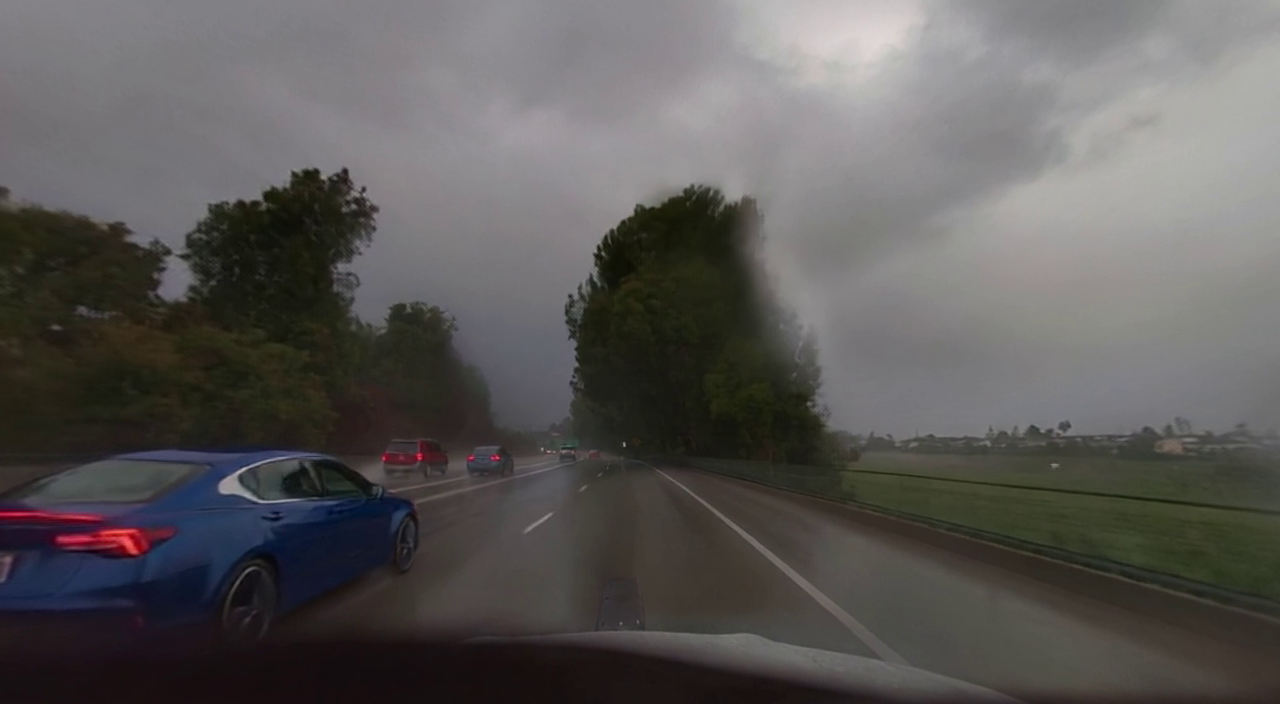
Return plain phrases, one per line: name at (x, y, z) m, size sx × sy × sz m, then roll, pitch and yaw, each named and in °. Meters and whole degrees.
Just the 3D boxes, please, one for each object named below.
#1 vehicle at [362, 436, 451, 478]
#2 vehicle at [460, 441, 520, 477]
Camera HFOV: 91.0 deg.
vehicle at (-11.697, 5.306, 32.072) m, size 2.425 × 1.926 × 5.584 m, roll 0°, pitch -9°, yaw -1°
vehicle at (-7.599, 5.476, 32.365) m, size 2.060 × 1.680 × 4.255 m, roll 0°, pitch -9°, yaw -1°
